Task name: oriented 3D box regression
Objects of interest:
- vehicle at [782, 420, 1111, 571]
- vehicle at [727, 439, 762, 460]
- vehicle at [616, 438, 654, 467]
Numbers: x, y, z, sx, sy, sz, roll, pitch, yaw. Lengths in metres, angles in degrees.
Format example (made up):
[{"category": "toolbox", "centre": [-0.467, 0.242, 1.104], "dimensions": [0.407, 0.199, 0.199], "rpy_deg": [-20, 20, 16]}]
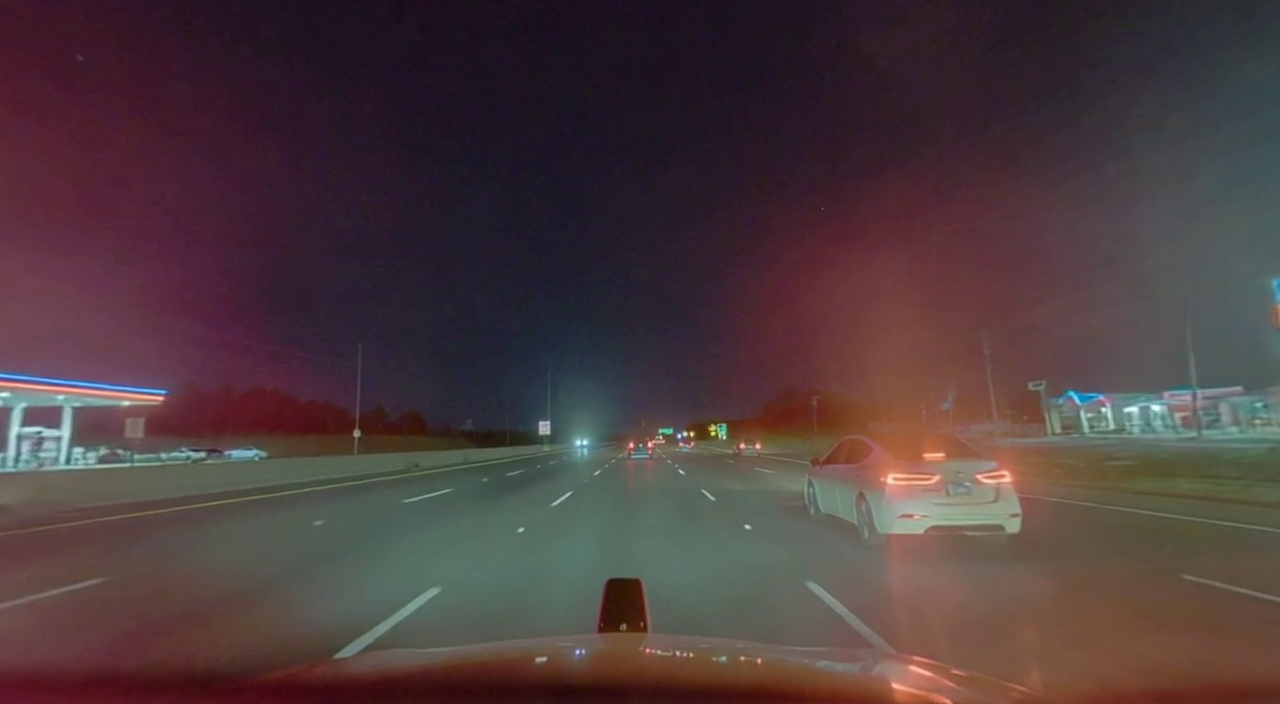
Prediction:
[{"category": "vehicle", "centre": [3.602, 1.774, 8.702], "dimensions": [2.172, 1.490, 4.668], "rpy_deg": [0, -8, 0]}, {"category": "vehicle", "centre": [7.751, 7.273, 47.161], "dimensions": [1.867, 1.463, 4.295], "rpy_deg": [0, -8, -1]}, {"category": "vehicle", "centre": [-0.269, 5.645, 35.652], "dimensions": [1.999, 1.473, 4.351], "rpy_deg": [0, -8, 0]}]
